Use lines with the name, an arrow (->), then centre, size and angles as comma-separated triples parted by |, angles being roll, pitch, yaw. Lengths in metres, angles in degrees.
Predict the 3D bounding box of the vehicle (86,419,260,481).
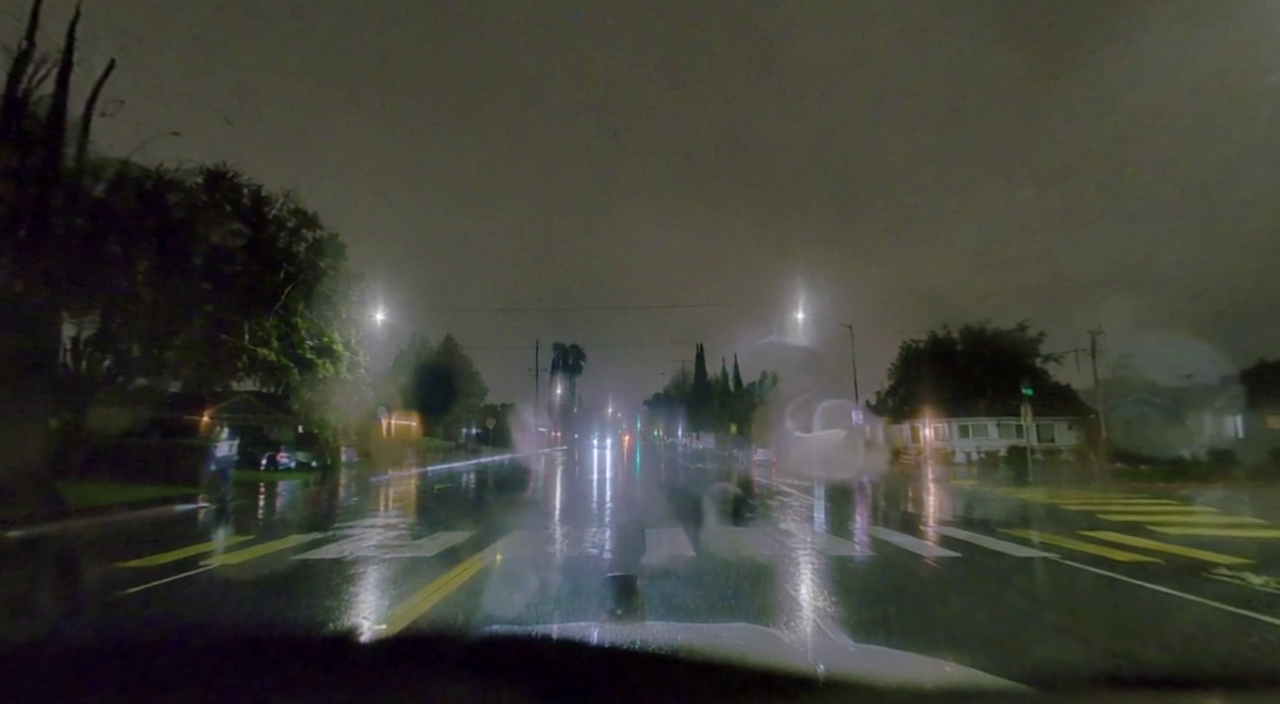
vehicle -> -17.938, 3.810, 24.503 | 4.800, 2.259, 2.303 | 0, -9, 0

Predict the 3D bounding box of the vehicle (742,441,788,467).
vehicle -> 8.004, 6.574, 40.891 | 2.029, 1.554, 4.705 | 0, -9, 1

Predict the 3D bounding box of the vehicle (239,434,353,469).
vehicle -> -17.956, 5.224, 33.151 | 4.743, 1.734, 1.994 | 0, -9, 0
